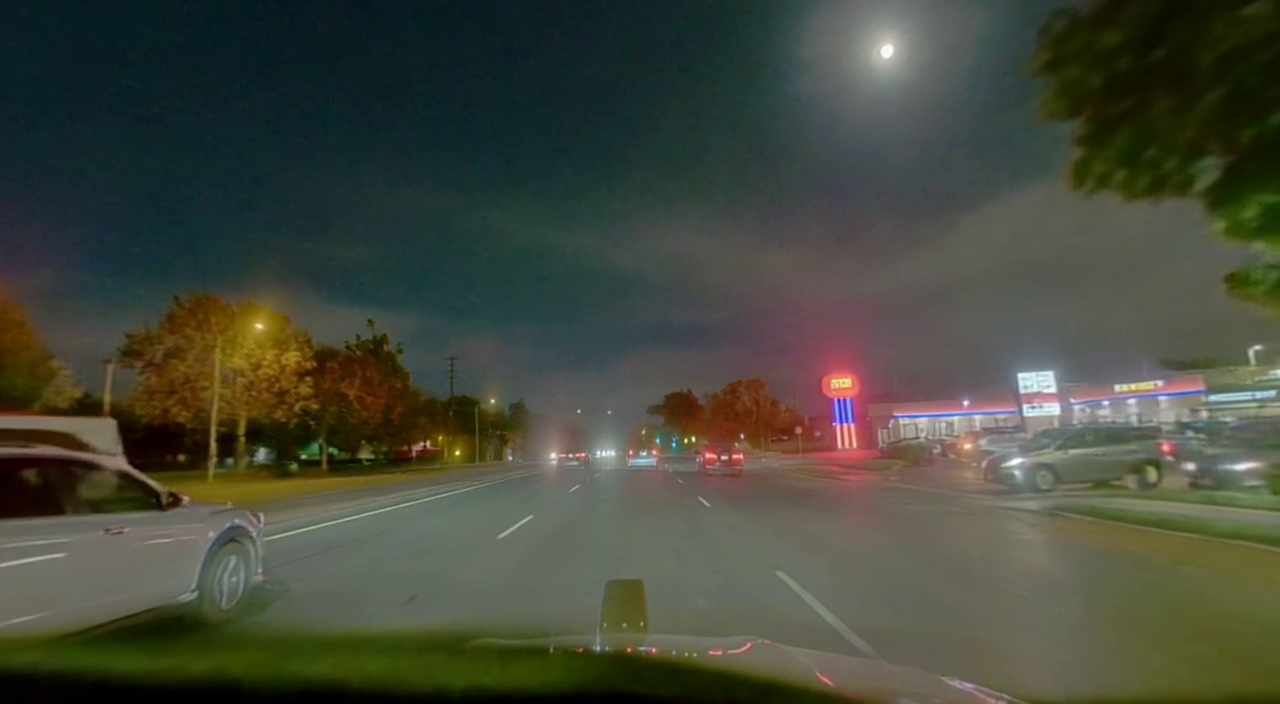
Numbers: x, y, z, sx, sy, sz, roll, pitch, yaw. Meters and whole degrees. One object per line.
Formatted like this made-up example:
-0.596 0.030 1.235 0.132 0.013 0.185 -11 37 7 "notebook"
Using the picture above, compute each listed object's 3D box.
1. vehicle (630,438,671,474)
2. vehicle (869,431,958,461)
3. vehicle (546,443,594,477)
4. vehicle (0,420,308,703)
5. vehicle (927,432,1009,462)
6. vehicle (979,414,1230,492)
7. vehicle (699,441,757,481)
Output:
0.526 5.813 35.482 2.193 1.873 4.033 0 -9 0 "vehicle"
16.951 5.878 39.370 1.945 1.690 4.833 2 -9 -27 "vehicle"
-3.625 5.699 33.523 2.026 1.665 4.193 0 -9 1 "vehicle"
-4.030 1.147 3.519 1.908 1.481 4.351 0 -9 1 "vehicle"
16.516 4.832 32.002 1.891 1.440 4.045 0 -9 -1 "vehicle"
11.537 2.573 16.212 4.808 1.712 2.061 -5 -10 29 "vehicle"
3.735 4.668 27.292 1.922 1.579 3.642 0 -9 -1 "vehicle"
